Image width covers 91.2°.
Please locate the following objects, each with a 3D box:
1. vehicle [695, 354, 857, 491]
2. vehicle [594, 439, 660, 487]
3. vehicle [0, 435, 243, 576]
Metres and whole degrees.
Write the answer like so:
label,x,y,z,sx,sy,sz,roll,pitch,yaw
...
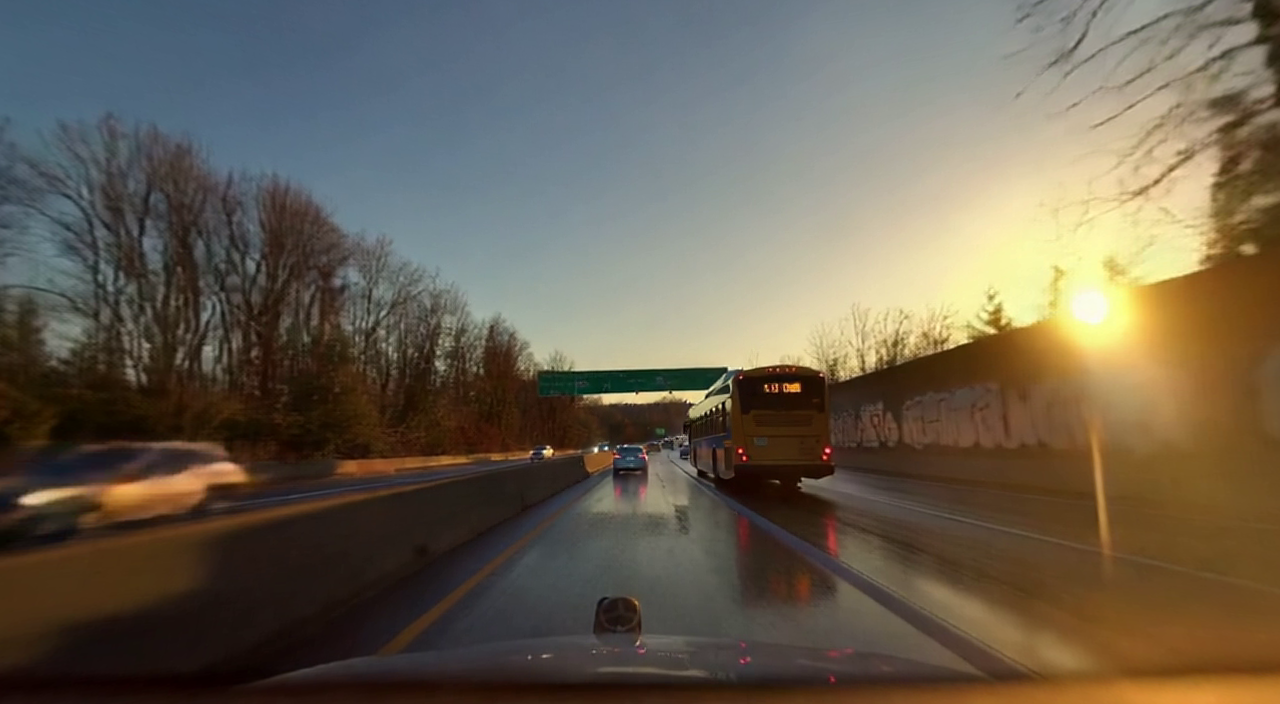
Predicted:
label,x,y,z,sx,sy,sz,roll,pitch,yaw
vehicle,4.010,2.753,22.283,3.055,3.479,12.521,-1,-9,1
vehicle,-0.384,3.983,22.736,2.160,1.532,4.073,-1,-9,1
vehicle,-8.557,2.162,9.577,2.064,1.648,4.371,-1,-9,0
